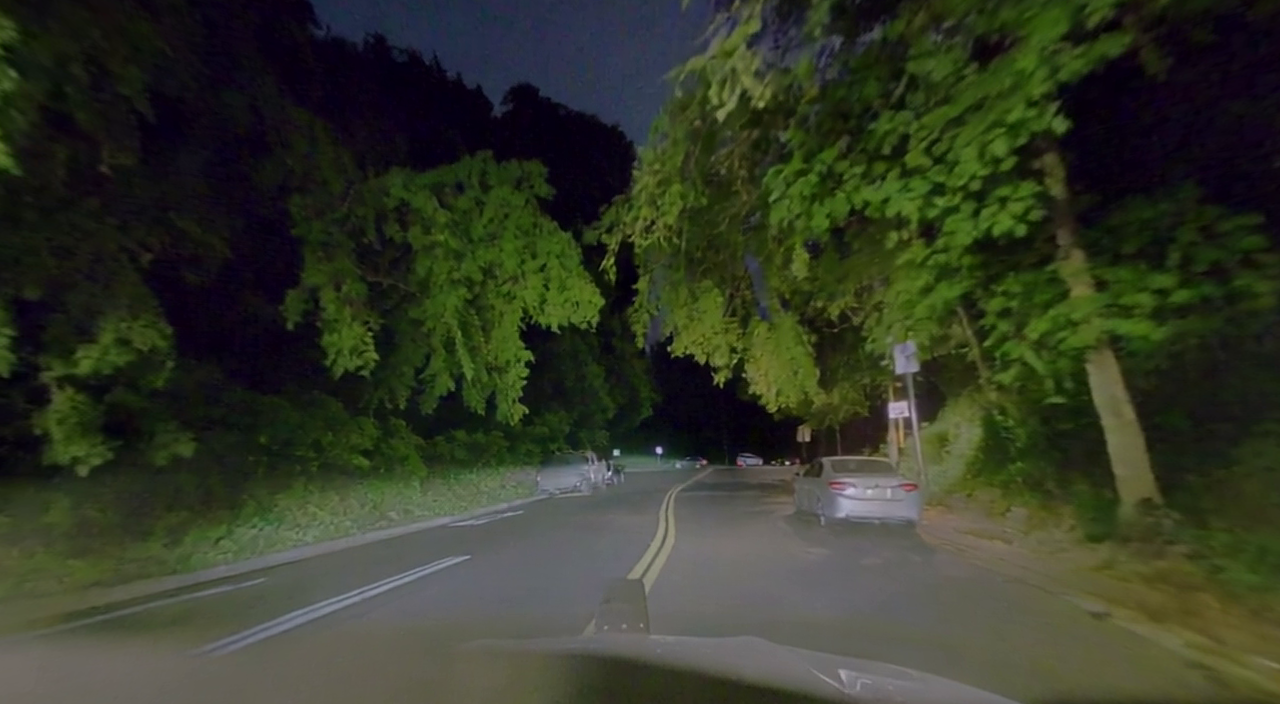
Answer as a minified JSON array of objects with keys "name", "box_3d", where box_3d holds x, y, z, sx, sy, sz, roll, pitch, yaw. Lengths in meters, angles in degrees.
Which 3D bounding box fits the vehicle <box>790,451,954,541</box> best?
[{"name":"vehicle","box_3d":[4.414,2.765,12.847,2.033,1.424,4.560,-1,-8,6]}]

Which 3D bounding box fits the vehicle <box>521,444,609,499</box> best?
[{"name":"vehicle","box_3d":[-3.310,5.580,29.223,2.583,2.167,5.667,-4,-12,8]}]
